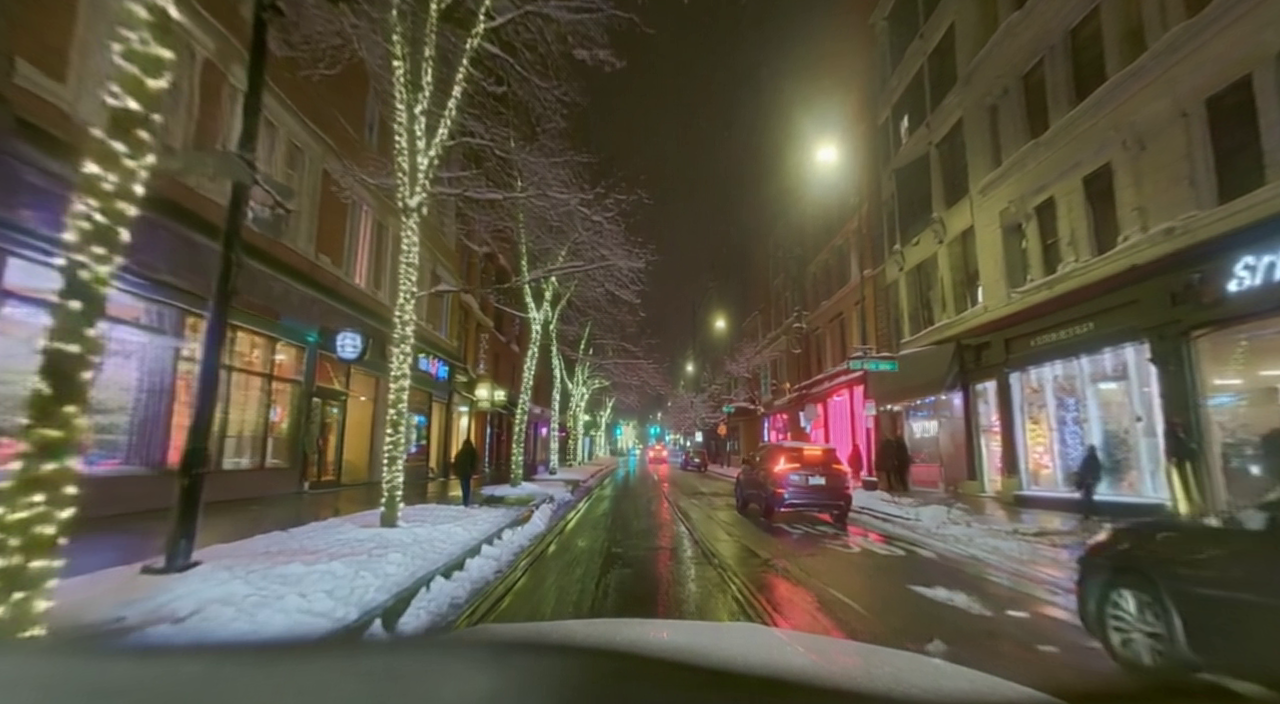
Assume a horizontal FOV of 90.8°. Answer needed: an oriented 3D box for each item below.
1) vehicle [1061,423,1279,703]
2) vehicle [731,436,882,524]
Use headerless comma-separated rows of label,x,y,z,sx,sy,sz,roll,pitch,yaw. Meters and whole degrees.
vehicle,3.995,0.953,2.154,1.977,1.478,4.458,0,-9,-1
vehicle,3.313,2.647,13.603,1.971,1.559,4.326,0,-9,-1
